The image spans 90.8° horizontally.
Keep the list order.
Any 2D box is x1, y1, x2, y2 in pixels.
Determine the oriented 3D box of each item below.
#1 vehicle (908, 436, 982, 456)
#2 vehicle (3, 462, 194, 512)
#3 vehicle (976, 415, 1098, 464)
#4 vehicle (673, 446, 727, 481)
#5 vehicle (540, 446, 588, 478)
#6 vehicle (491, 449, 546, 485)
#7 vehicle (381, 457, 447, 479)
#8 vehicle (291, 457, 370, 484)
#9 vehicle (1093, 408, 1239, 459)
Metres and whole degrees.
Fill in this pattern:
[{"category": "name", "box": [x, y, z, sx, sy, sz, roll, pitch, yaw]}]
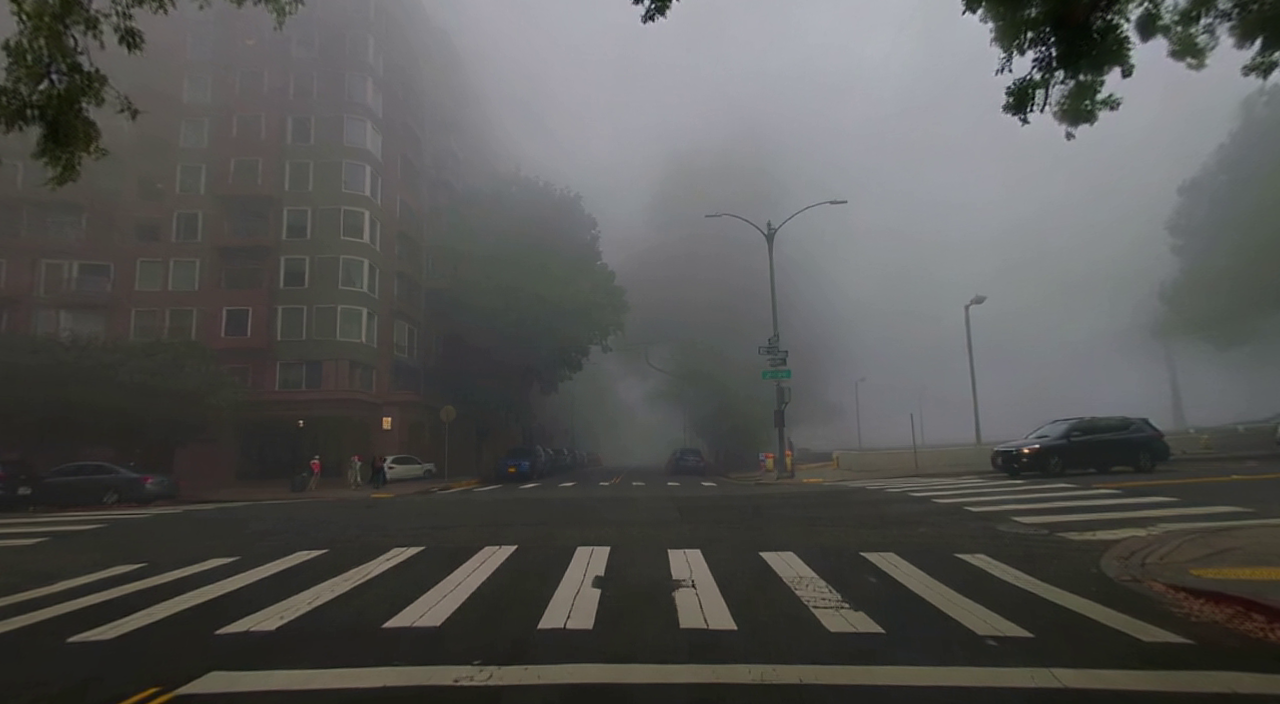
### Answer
[{"category": "vehicle", "box": [23.013, 7.086, 47.767, 4.528, 1.475, 2.070, 0, -8, 3]}, {"category": "vehicle", "box": [-17.317, 4.315, 20.369, 4.439, 1.448, 1.793, 0, -9, 0]}, {"category": "vehicle", "box": [16.742, 3.789, 26.992, 2.041, 1.921, 4.574, 0, -9, -2]}, {"category": "vehicle", "box": [3.307, 5.919, 33.877, 1.942, 1.603, 3.785, 1, -8, 20]}, {"category": "vehicle", "box": [-4.459, 6.543, 37.688, 2.102, 1.768, 4.290, -1, -9, 3]}, {"category": "vehicle", "box": [-7.617, 7.249, 40.248, 2.193, 1.814, 5.061, -9, -8, 0]}, {"category": "vehicle", "box": [-16.882, 8.652, 47.360, 4.203, 1.544, 1.889, -1, -8, 2]}, {"category": "vehicle", "box": [-23.208, 8.881, 47.458, 4.844, 1.836, 2.117, -1, -8, 4]}, {"category": "vehicle", "box": [22.303, 3.531, 27.140, 2.137, 1.962, 4.988, -1, -8, 3]}]
